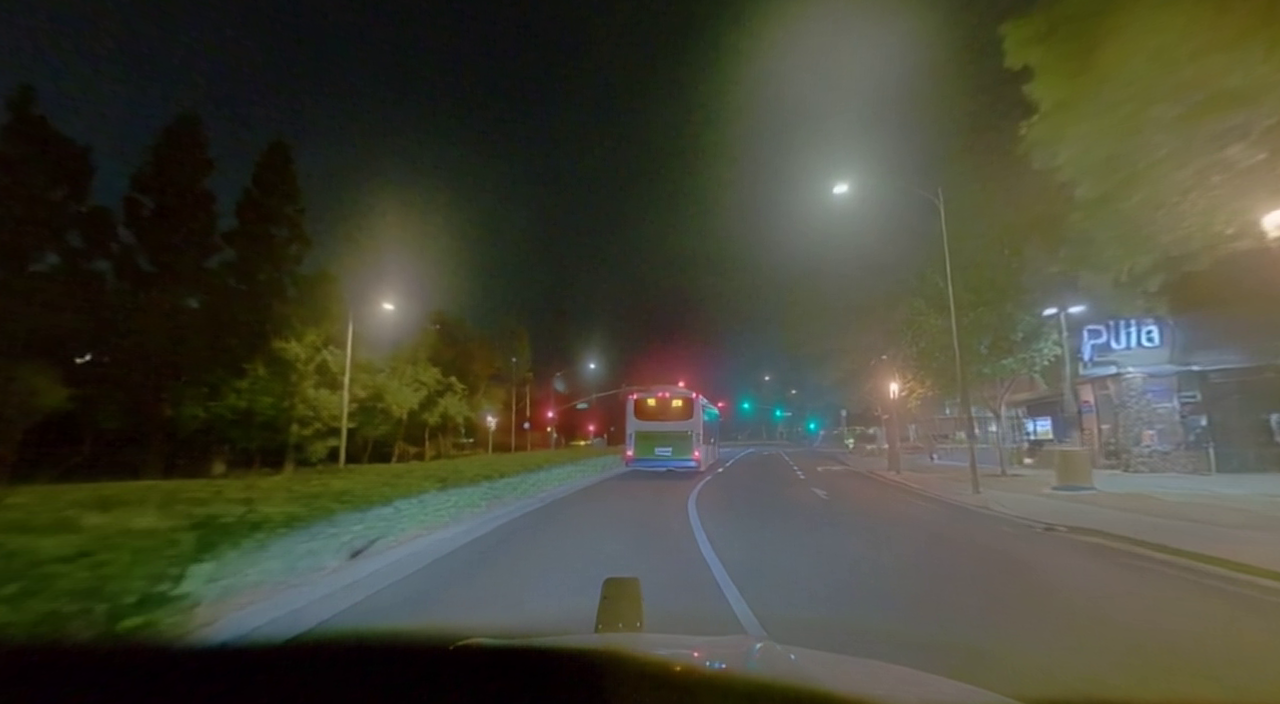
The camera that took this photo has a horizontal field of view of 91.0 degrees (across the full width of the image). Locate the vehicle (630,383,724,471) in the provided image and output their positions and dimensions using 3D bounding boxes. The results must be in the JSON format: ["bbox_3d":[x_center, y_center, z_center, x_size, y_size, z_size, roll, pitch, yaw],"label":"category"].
[{"bbox_3d":[2.119,3.731,30.078,3.031,3.429,11.005,-2,-9,11],"label":"vehicle"}]

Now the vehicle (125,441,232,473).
[{"bbox_3d":[-26.066,5.935,35.769,1.798,1.484,4.546,-5,-7,24],"label":"vehicle"}]
